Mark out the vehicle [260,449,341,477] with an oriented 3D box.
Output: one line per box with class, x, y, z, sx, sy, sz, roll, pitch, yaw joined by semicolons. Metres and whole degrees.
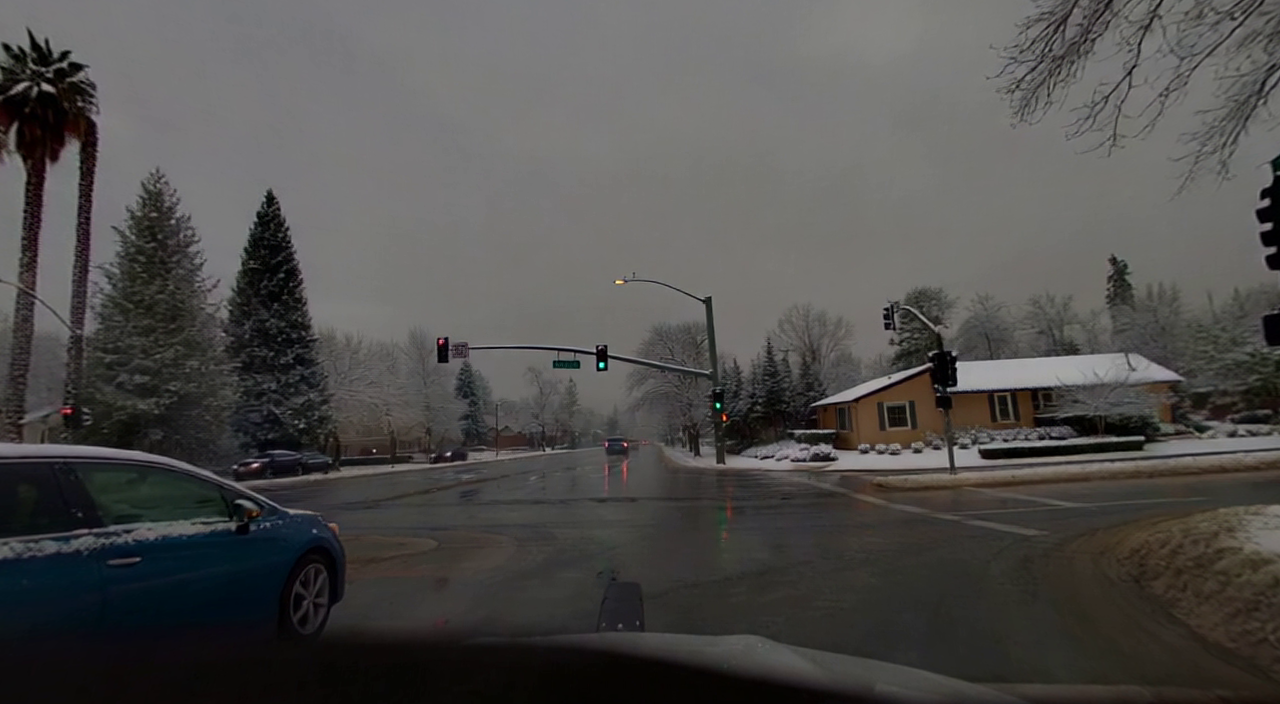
vehicle;-20.024;6.530;37.554;2.084;1.528;4.778;-1;-9;2
